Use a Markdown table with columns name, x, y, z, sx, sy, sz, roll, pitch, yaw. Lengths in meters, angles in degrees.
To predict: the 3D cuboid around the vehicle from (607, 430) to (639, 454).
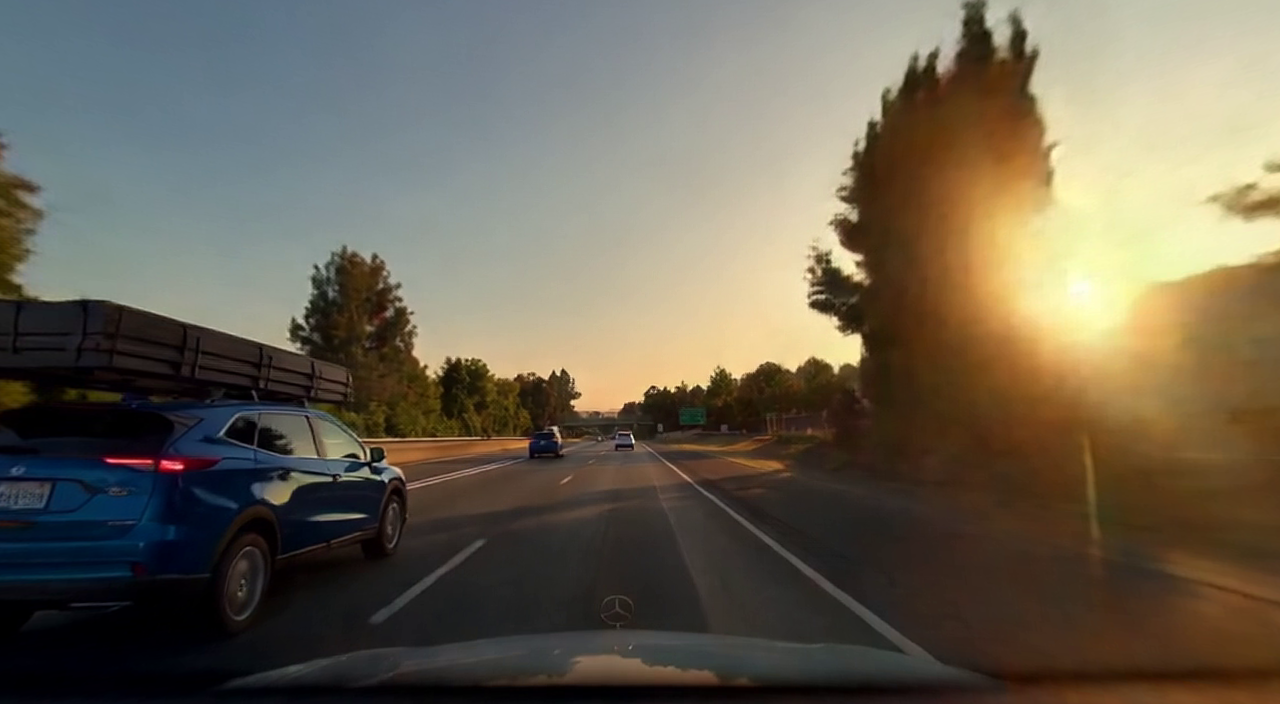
| name | x | y | z | sx | sy | sz | roll | pitch | yaw |
| --- | --- | --- | --- | --- | --- | --- | --- | --- | --- |
| vehicle | -1.185 | 6.446 | 45.236 | 2.151 | 1.618 | 3.898 | 0 | -8 | -1 |

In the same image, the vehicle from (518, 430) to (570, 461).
| name | x | y | z | sx | sy | sz | roll | pitch | yaw |
| --- | --- | --- | --- | --- | --- | --- | --- | --- | --- |
| vehicle | -5.227 | 5.172 | 35.020 | 2.189 | 1.580 | 4.607 | 0 | -8 | 0 |
